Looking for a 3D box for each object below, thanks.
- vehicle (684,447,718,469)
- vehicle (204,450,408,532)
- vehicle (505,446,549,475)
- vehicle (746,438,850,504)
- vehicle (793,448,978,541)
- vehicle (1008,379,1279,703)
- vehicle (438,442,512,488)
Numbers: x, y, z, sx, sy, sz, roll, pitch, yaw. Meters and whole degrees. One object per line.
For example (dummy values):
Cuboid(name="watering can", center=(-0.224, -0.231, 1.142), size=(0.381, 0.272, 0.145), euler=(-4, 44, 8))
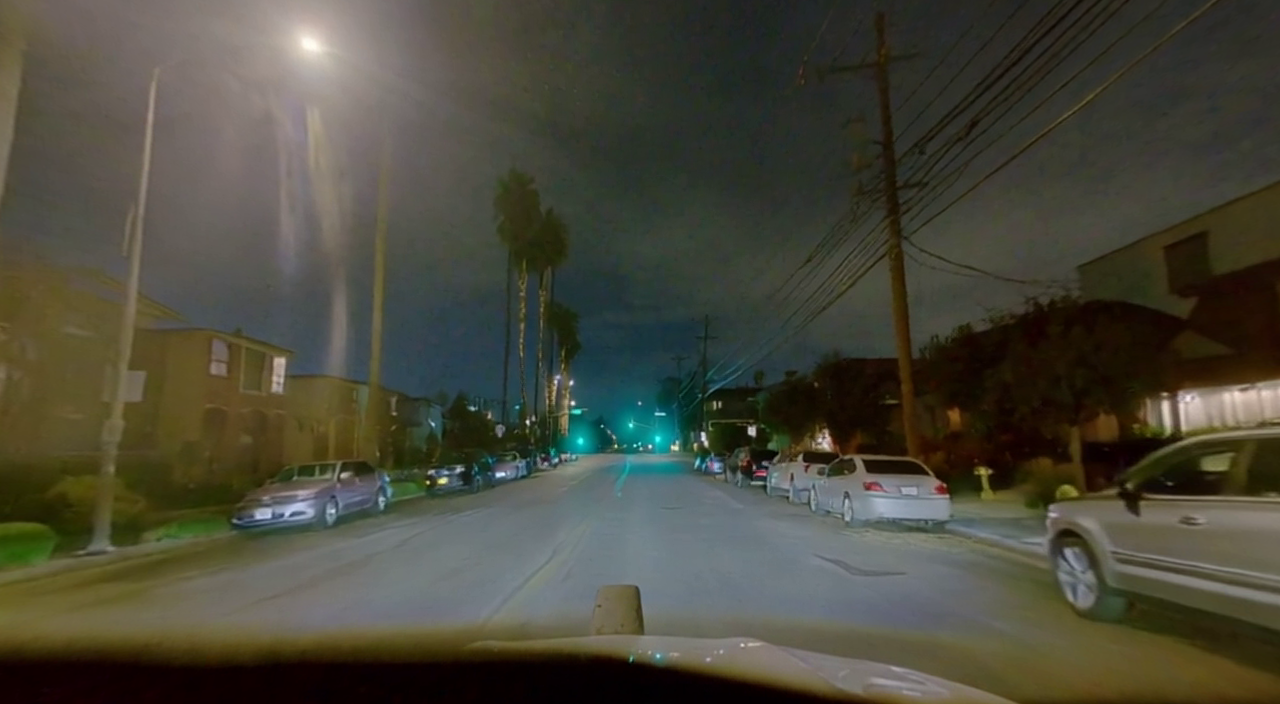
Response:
Cuboid(name="vehicle", center=(4.459, 7.812, 46.735), size=(1.988, 1.560, 4.249), euler=(0, -8, 0))
Cuboid(name="vehicle", center=(-7.176, 2.989, 14.289), size=(2.013, 1.483, 4.645), euler=(0, -8, 1))
Cuboid(name="vehicle", center=(-7.232, 6.980, 40.906), size=(2.085, 1.770, 4.429), euler=(0, -8, -1))
Cuboid(name="vehicle", center=(4.631, 3.541, 19.244), size=(1.874, 1.742, 4.234), euler=(0, -8, -3))
Cuboid(name="vehicle", center=(4.702, 2.746, 12.915), size=(1.795, 1.424, 4.327), euler=(-3, -8, -3))
Cuboid(name="vehicle", center=(4.711, 1.086, 3.660), size=(2.115, 1.826, 4.871), euler=(0, -9, -1))
Cuboid(name="vehicle", center=(-7.493, 5.133, 29.237), size=(2.077, 1.888, 4.551), euler=(-2, -8, 2))
